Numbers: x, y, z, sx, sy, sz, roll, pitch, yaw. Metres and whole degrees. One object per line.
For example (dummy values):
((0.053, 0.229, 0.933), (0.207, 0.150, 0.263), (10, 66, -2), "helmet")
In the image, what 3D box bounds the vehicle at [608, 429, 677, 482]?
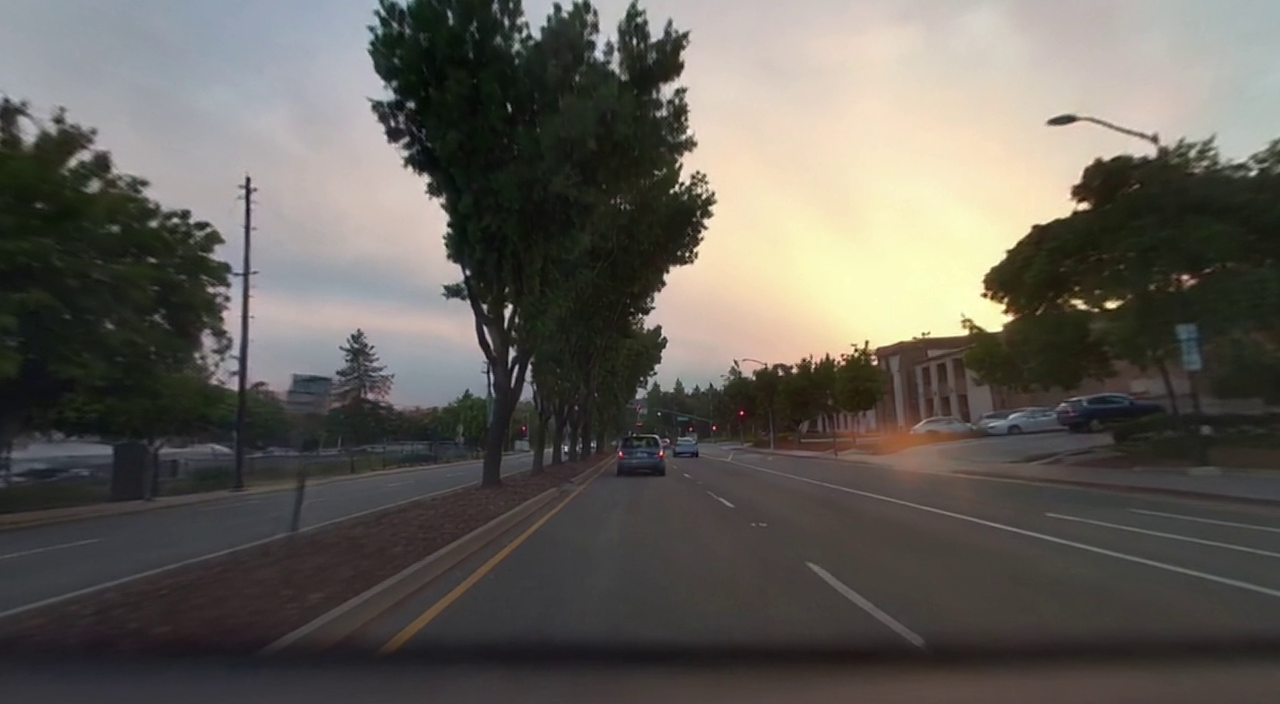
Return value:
((0.044, 3.564, 22.075), (2.181, 1.639, 4.127), (0, -8, -1), "vehicle")

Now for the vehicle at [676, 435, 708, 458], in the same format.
((3.866, 7.182, 47.901), (1.987, 1.613, 4.081), (0, -8, -1), "vehicle")

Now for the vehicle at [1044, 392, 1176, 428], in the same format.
((22.486, 2.817, 30.322), (4.738, 1.593, 2.123), (0, -8, -5), "vehicle")
